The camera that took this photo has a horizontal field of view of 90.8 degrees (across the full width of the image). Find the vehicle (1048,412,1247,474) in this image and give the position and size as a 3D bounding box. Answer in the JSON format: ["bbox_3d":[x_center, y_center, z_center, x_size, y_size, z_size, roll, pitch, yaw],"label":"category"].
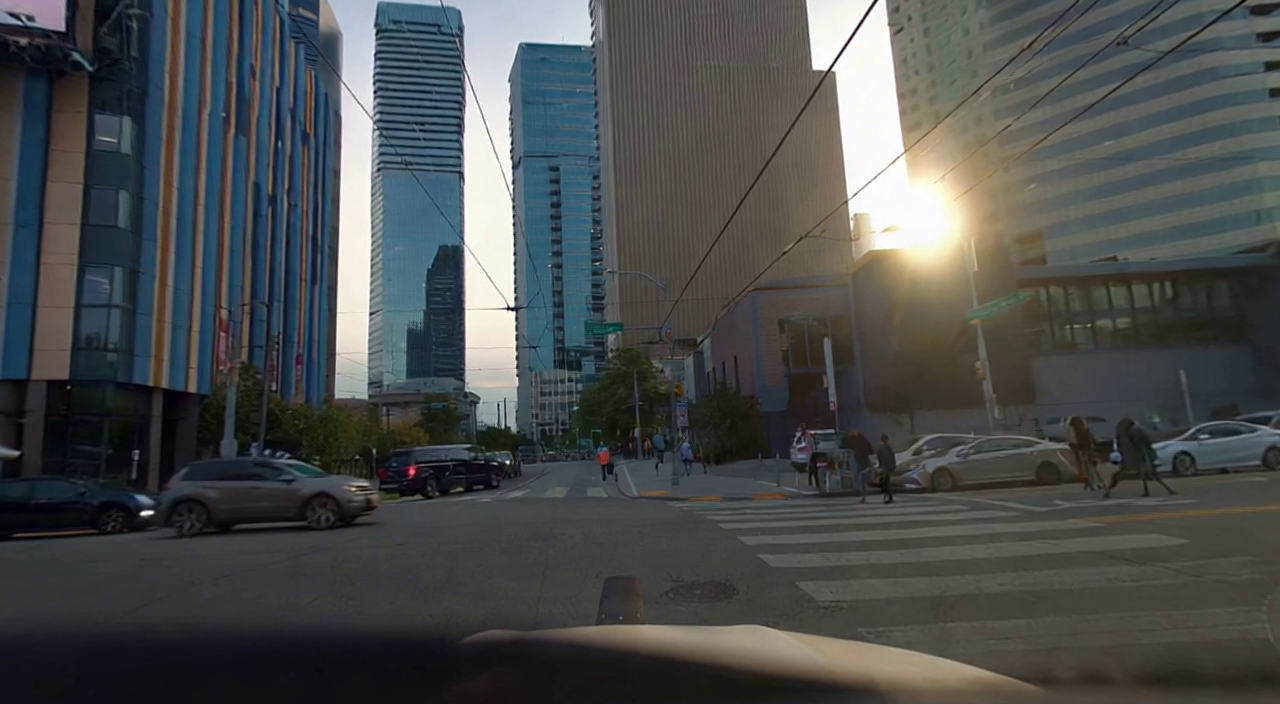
[{"bbox_3d":[16.776,3.026,21.066,4.944,1.946,1.952,0,-8,-3],"label":"vehicle"}]

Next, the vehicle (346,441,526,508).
[{"bbox_3d":[-6.580,3.908,20.819,5.120,1.910,2.137,7,-11,-41],"label":"vehicle"}]

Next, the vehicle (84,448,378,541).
[{"bbox_3d":[-8.269,2.895,13.286,4.629,1.696,2.098,1,-9,-6],"label":"vehicle"}]

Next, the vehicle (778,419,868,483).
[{"bbox_3d":[7.548,4.082,26.628,2.316,2.425,4.466,1,-7,-2],"label":"vehicle"}]

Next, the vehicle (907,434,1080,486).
[{"bbox_3d":[11.411,3.493,20.543,4.697,1.510,1.596,0,-9,-4],"label":"vehicle"}]
